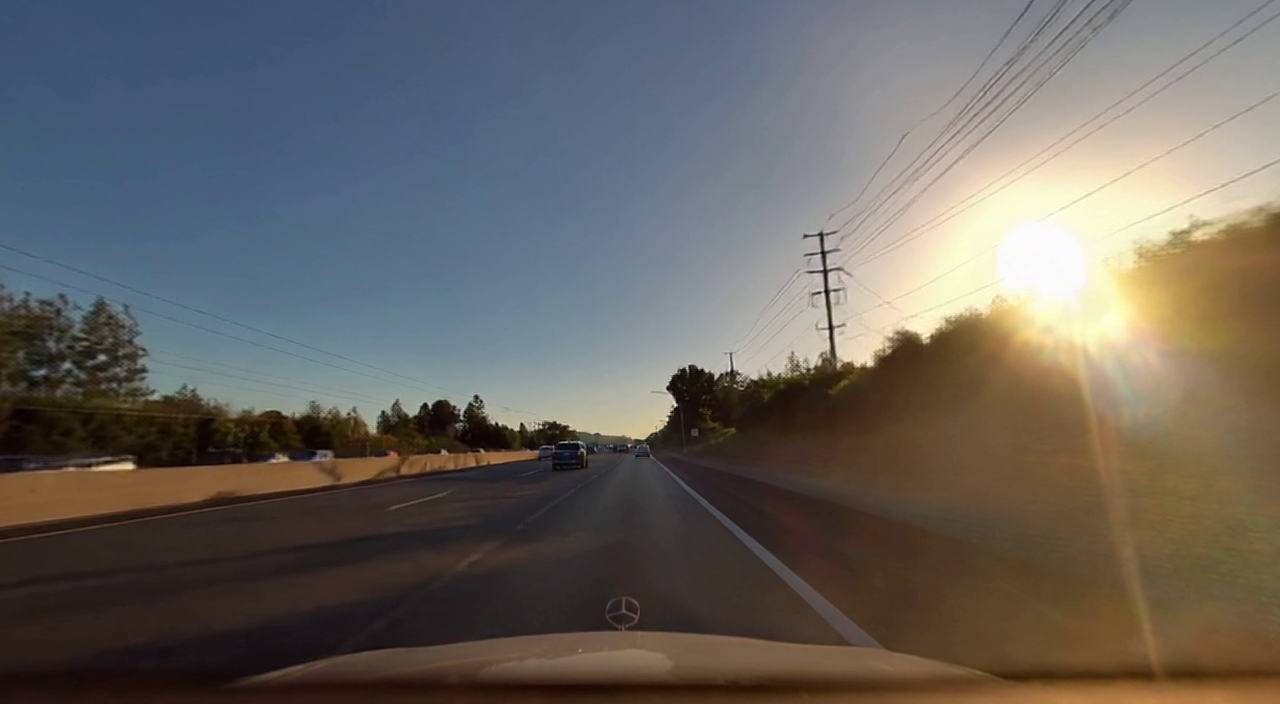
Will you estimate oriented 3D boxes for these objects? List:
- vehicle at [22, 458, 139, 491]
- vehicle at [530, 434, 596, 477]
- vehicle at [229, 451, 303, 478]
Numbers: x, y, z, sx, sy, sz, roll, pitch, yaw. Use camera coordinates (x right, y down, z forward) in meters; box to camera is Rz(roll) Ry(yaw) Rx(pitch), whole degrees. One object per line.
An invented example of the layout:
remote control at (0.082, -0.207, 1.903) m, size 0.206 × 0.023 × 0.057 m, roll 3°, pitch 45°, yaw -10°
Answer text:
vehicle at (-28.420, 6.201, 32.202) m, size 1.855 × 1.513 × 4.418 m, roll 0°, pitch -9°, yaw 1°
vehicle at (-3.732, 5.177, 31.645) m, size 2.577 × 1.939 × 5.408 m, roll 0°, pitch -9°, yaw 1°
vehicle at (-24.862, 7.484, 42.051) m, size 2.004 × 1.630 × 4.643 m, roll 0°, pitch -9°, yaw 1°
